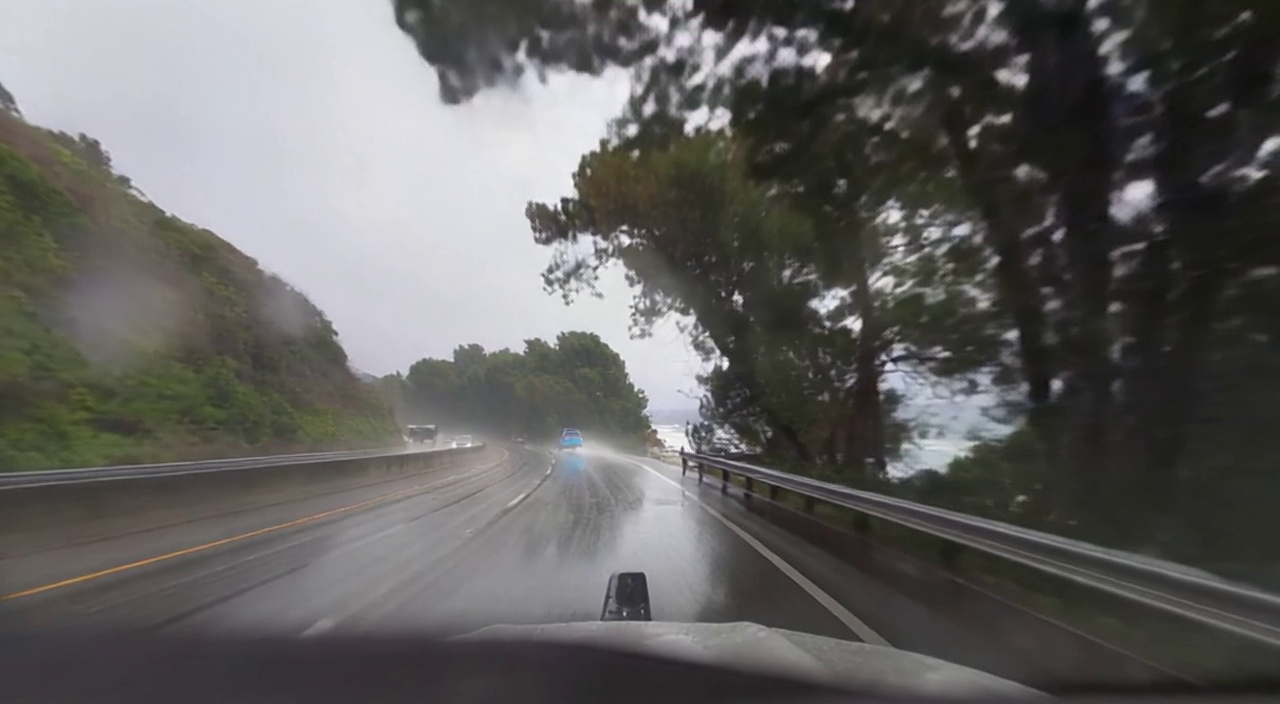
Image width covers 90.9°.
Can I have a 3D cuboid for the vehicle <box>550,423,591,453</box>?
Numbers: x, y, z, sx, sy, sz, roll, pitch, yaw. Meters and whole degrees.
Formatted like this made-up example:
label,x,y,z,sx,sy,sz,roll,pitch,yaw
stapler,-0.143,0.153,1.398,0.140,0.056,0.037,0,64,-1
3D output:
label,x,y,z,sx,sy,sz,roll,pitch,yaw
vehicle,-5.470,6.741,48.936,2.632,2.162,5.529,1,-9,-12
